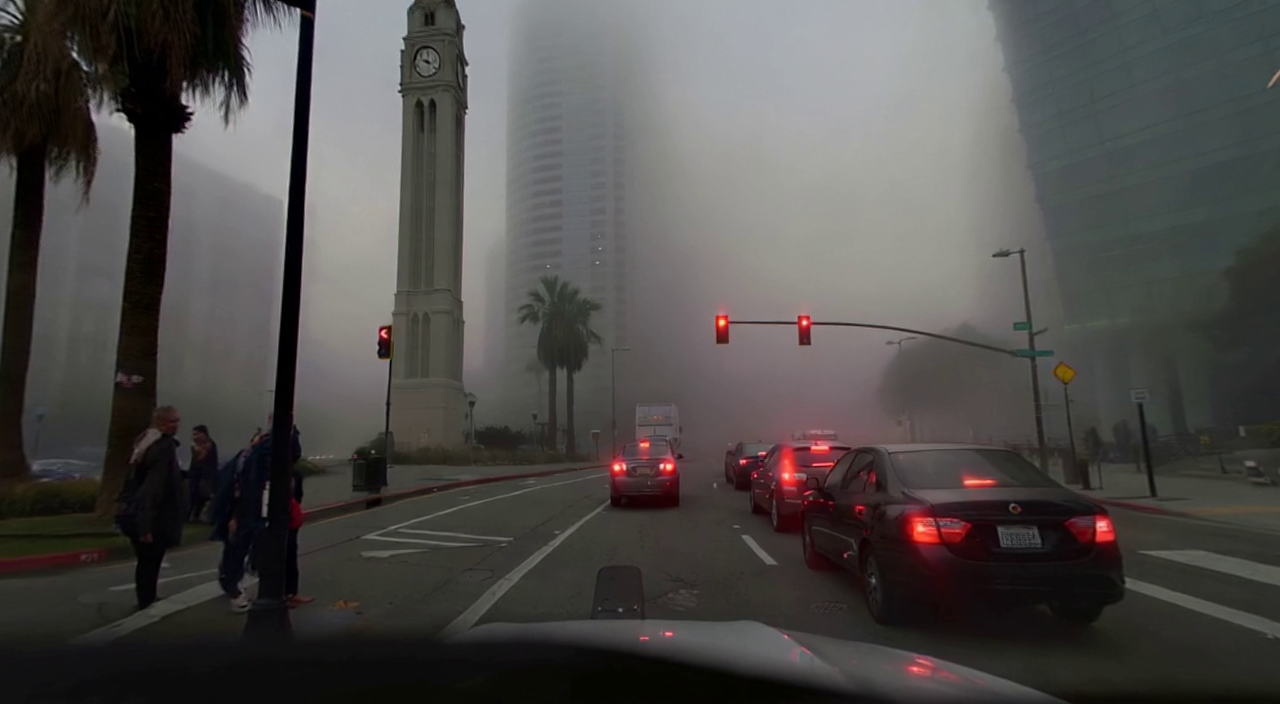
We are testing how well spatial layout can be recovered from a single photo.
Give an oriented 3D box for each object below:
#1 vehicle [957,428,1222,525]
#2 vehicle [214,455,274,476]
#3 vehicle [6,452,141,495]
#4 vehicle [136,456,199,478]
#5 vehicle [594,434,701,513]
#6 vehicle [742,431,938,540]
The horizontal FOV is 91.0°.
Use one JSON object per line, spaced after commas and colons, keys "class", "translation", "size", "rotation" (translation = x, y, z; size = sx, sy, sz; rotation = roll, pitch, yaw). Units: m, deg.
{"class": "vehicle", "translation": [8.175, 2.280, 12.080], "size": [1.859, 1.508, 4.259], "rotation": [0, -9, -1]}
{"class": "vehicle", "translation": [-30.862, 8.809, 49.173], "size": [1.829, 1.483, 4.745], "rotation": [0, -9, -3]}
{"class": "vehicle", "translation": [-26.701, 5.712, 29.951], "size": [2.105, 1.793, 4.812], "rotation": [0, -9, -4]}
{"class": "vehicle", "translation": [-36.856, 8.972, 49.194], "size": [1.700, 1.527, 4.445], "rotation": [1, -9, -4]}
{"class": "vehicle", "translation": [0.178, 2.612, 13.986], "size": [2.048, 1.503, 3.681], "rotation": [0, -9, 1]}
{"class": "vehicle", "translation": [3.100, 2.168, 10.879], "size": [1.913, 1.469, 4.425], "rotation": [0, -9, 0]}
